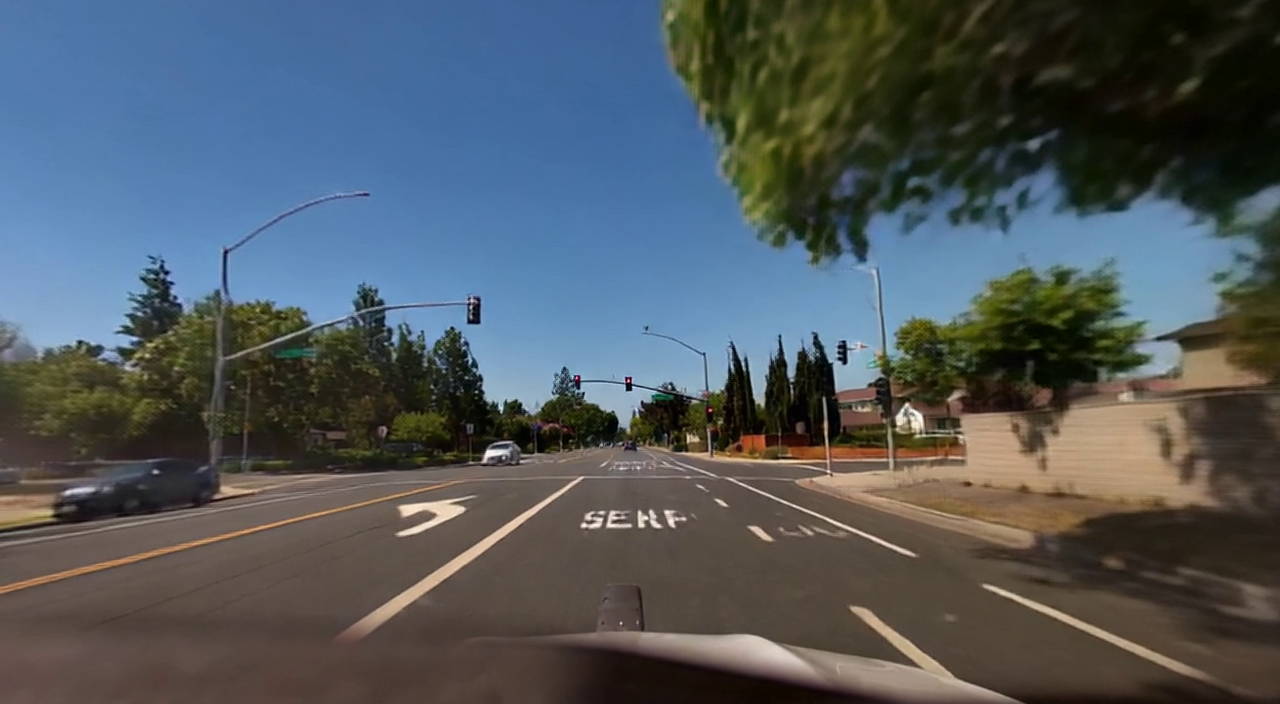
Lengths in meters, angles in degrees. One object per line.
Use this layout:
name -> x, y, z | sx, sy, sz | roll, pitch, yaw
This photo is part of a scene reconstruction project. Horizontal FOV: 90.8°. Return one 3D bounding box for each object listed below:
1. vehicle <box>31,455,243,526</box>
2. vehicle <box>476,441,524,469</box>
vehicle -> -12.785, 3.501, 16.528 | 1.851, 1.482, 4.443 | -1, -8, 0
vehicle -> -8.040, 5.924, 36.609 | 1.869, 1.497, 3.768 | -1, -8, 1
